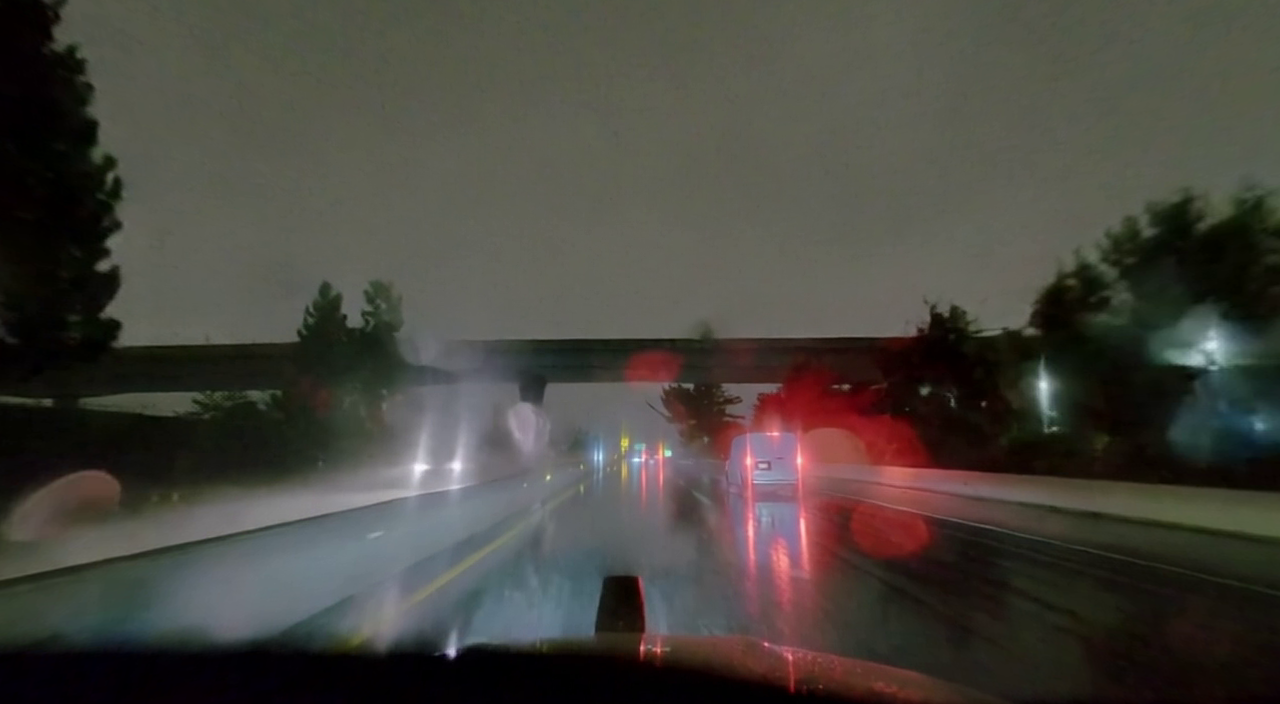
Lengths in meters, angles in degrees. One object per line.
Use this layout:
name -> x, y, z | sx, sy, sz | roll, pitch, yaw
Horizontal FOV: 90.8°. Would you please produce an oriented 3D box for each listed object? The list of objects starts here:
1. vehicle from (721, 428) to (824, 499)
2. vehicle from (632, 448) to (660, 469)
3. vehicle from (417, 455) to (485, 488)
vehicle -> 4.114, 3.593, 20.710 | 2.152, 1.998, 5.380 | 0, -9, 0
vehicle -> 0.503, 8.337, 49.503 | 2.013, 1.584, 3.995 | -1, -9, 2
vehicle -> -9.066, 5.739, 30.582 | 2.019, 1.478, 3.842 | 0, -9, 1
